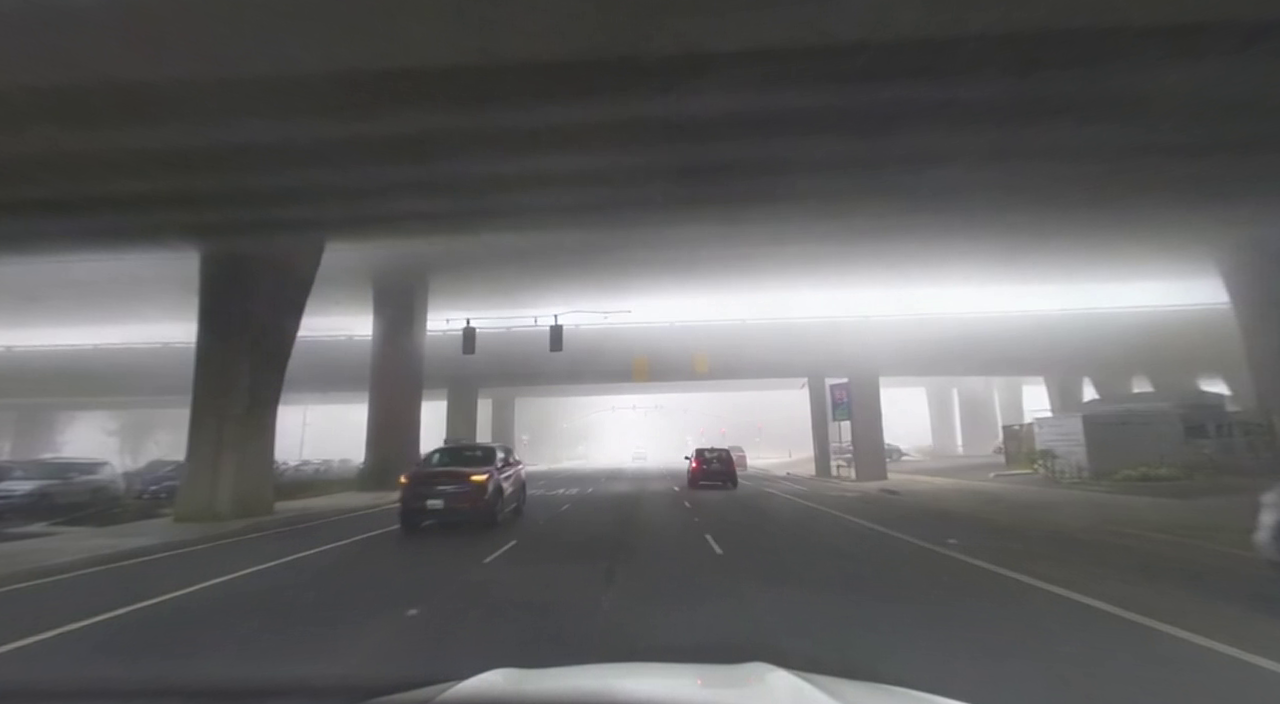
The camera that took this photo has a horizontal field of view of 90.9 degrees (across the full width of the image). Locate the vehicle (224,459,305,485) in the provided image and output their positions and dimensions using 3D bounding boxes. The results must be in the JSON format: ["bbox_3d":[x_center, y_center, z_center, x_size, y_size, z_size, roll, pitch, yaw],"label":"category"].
[{"bbox_3d":[-24.370,7.794,41.210,2.128,1.493,4.955,-1,-8,2],"label":"vehicle"}]

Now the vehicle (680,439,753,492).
[{"bbox_3d":[2.446,3.744,21.122,1.947,1.576,3.825,0,-8,-1],"label":"vehicle"}]

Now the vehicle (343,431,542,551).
[{"bbox_3d":[-3.099,2.262,10.984,2.076,1.653,4.152,0,-8,1],"label":"vehicle"}]

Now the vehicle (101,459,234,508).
[{"bbox_3d":[-18.179,5.031,24.566,1.778,1.629,4.330,0,-8,1],"label":"vehicle"}]

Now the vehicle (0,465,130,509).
[{"bbox_3d":[-24.659,5.715,27.032,1.771,1.516,4.508,0,-8,0],"label":"vehicle"}]
